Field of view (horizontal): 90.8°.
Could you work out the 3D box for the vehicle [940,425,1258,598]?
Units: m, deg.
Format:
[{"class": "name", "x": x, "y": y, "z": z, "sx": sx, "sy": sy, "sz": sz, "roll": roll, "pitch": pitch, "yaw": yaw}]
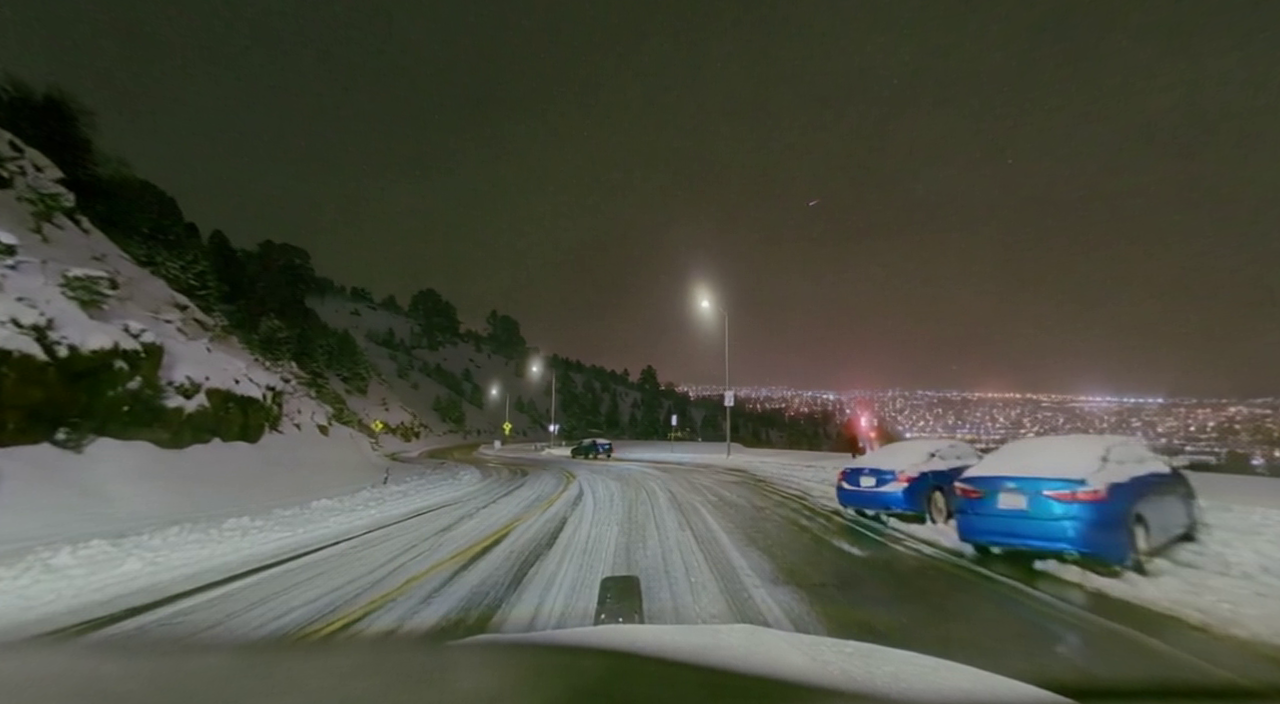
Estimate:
[{"class": "vehicle", "x": 5.892, "y": 1.742, "z": 7.902, "sx": 4.609, "sy": 1.505, "sz": 2.061, "roll": 7, "pitch": -11, "yaw": -40}]
